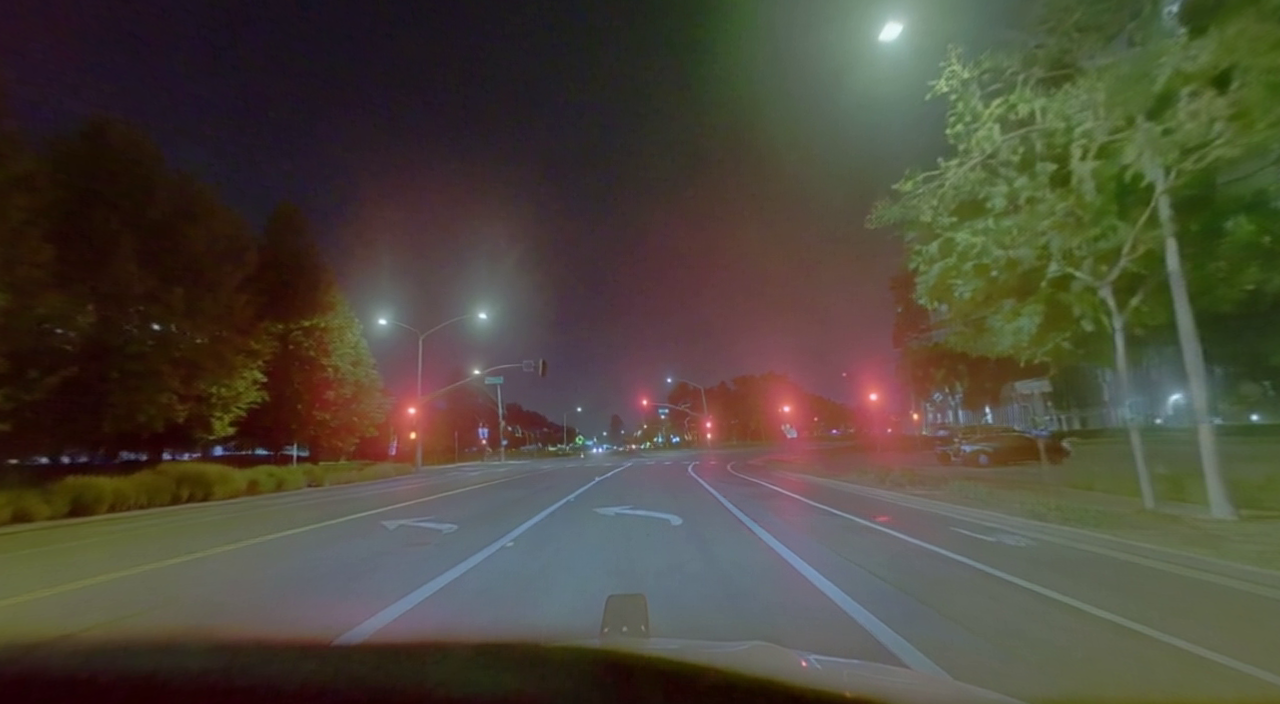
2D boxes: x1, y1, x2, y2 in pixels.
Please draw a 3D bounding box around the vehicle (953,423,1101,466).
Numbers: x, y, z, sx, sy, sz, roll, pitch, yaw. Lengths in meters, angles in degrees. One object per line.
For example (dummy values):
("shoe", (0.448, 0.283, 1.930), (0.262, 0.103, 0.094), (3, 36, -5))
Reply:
("vehicle", (14.068, 3.390, 23.122), (4.167, 1.476, 1.871), (0, -9, -1))
